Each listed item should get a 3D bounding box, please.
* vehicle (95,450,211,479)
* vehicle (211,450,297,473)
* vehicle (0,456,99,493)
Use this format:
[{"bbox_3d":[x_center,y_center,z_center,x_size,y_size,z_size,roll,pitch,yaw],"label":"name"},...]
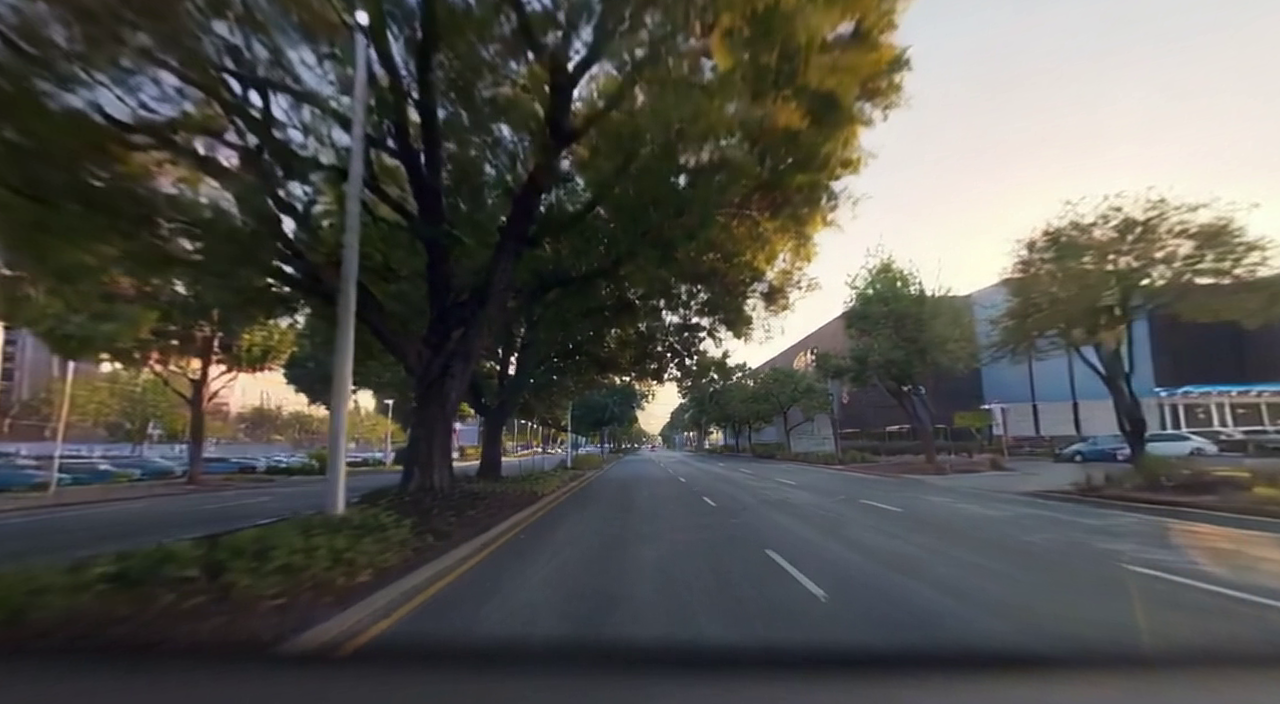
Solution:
[{"bbox_3d":[-26.564,6.125,34.713,4.623,1.462,2.069,4,-9,-25],"label":"vehicle"},{"bbox_3d":[-24.328,6.906,40.040,4.296,1.406,1.920,3,-9,-21],"label":"vehicle"},{"bbox_3d":[-26.229,5.195,26.891,4.449,1.408,1.908,5,-10,-29],"label":"vehicle"}]
